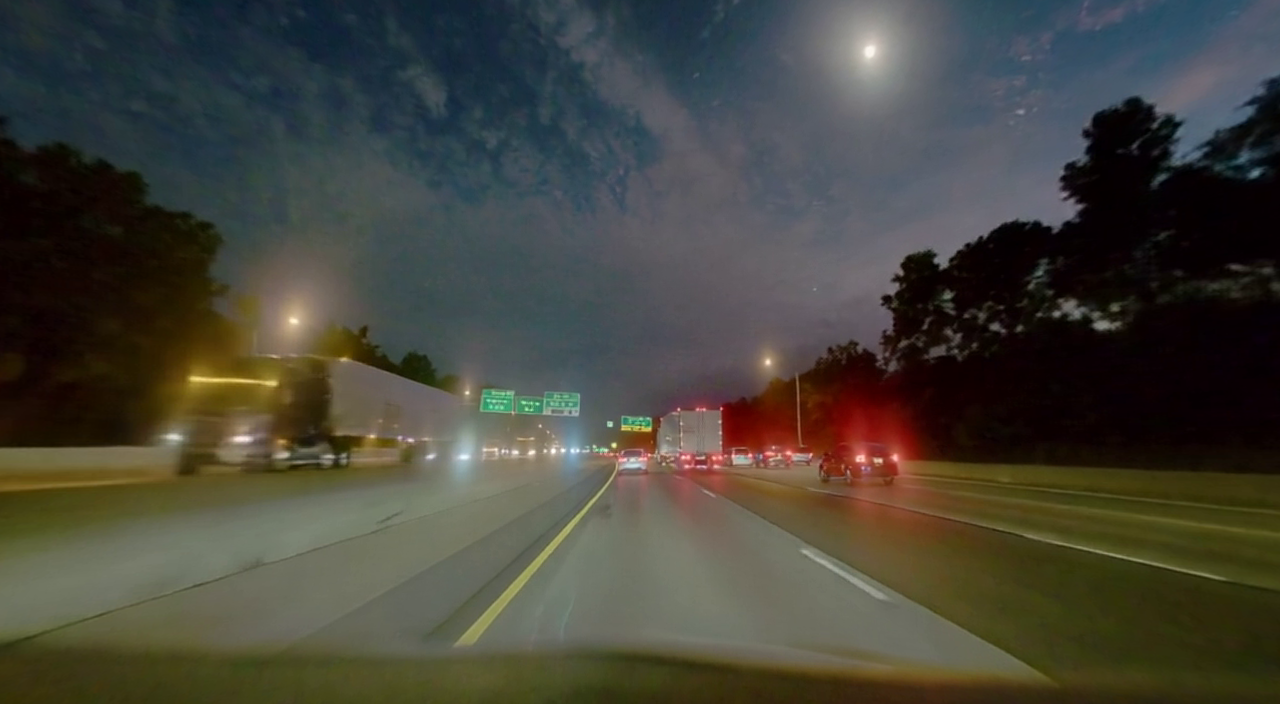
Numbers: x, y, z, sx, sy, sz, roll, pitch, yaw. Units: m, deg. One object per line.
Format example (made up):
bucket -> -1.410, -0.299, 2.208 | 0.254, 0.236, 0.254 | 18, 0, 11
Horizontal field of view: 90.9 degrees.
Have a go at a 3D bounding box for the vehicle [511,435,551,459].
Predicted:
vehicle -> -8.154, 7.192, 47.550 | 2.099, 1.725, 5.303 | 0, -9, -1

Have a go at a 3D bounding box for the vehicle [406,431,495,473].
vehicle -> -7.438, 4.026, 25.387 | 1.993, 1.486, 5.318 | 0, -9, 0

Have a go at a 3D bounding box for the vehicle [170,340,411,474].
vehicle -> -11.885, 2.362, 23.246 | 2.937, 3.843, 10.296 | 0, -9, 0

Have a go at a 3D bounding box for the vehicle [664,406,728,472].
vehicle -> 3.674, 6.288, 44.929 | 2.931, 4.009, 12.800 | 0, -9, -2

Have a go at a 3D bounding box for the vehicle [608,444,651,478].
vehicle -> -0.563, 5.644, 32.829 | 2.111, 1.599, 3.859 | 0, -9, -1
